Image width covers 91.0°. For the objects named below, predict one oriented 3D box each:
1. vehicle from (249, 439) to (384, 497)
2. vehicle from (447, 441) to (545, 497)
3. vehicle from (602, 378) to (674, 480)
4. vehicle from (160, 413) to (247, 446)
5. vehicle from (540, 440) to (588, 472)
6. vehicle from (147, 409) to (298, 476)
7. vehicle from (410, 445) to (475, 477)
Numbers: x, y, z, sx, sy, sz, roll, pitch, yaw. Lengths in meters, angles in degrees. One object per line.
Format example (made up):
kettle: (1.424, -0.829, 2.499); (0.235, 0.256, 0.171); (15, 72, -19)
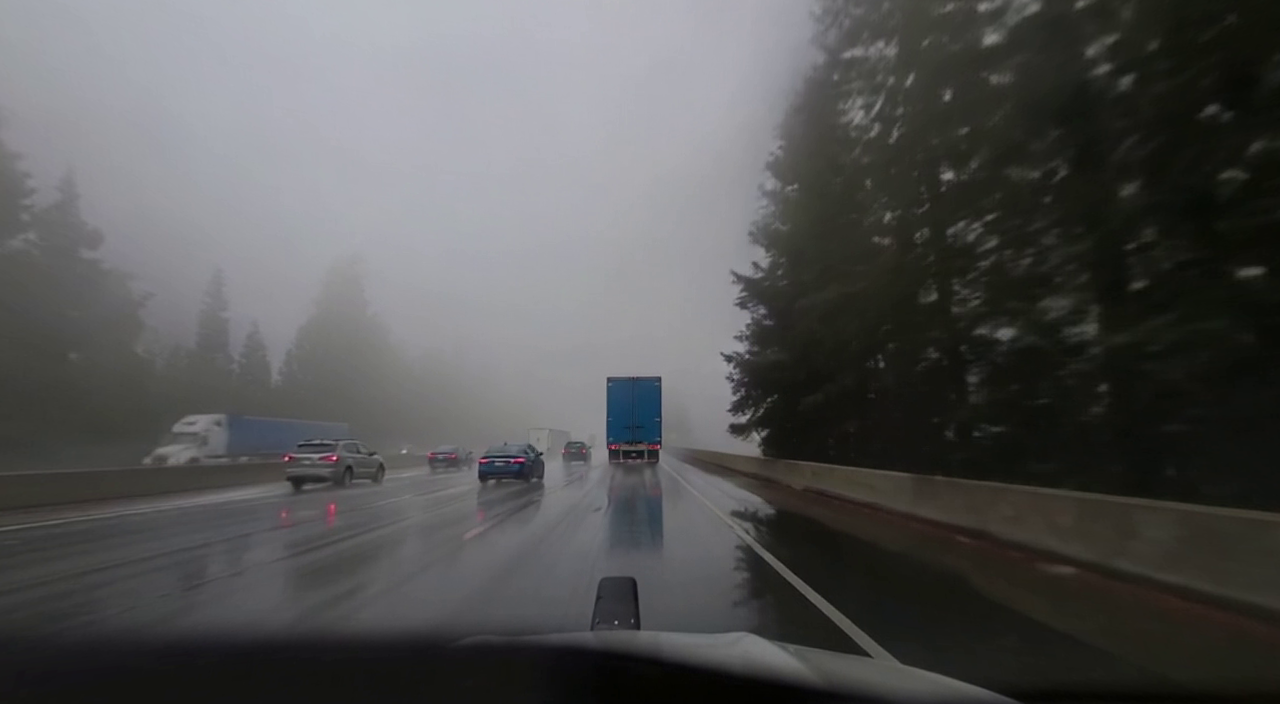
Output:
vehicle: (-9.864, 3.533, 19.613); (1.952, 1.590, 4.090); (-1, -8, 1)
vehicle: (-4.458, 3.659, 20.183); (2.164, 1.582, 3.979); (0, -8, 0)
vehicle: (-0.338, 3.887, 31.001); (2.913, 4.113, 10.724); (0, -8, -3)
vehicle: (-25.544, 4.510, 37.027); (1.864, 1.509, 4.454); (-10, -6, -1)
vehicle: (-4.171, 5.768, 35.152); (2.158, 1.680, 4.087); (0, -8, 1)
vehicle: (-25.592, 5.676, 39.508); (2.852, 3.598, 9.886); (0, -8, -1)
vehicle: (-9.898, 5.461, 31.887); (1.863, 1.474, 4.278); (0, -8, 0)
